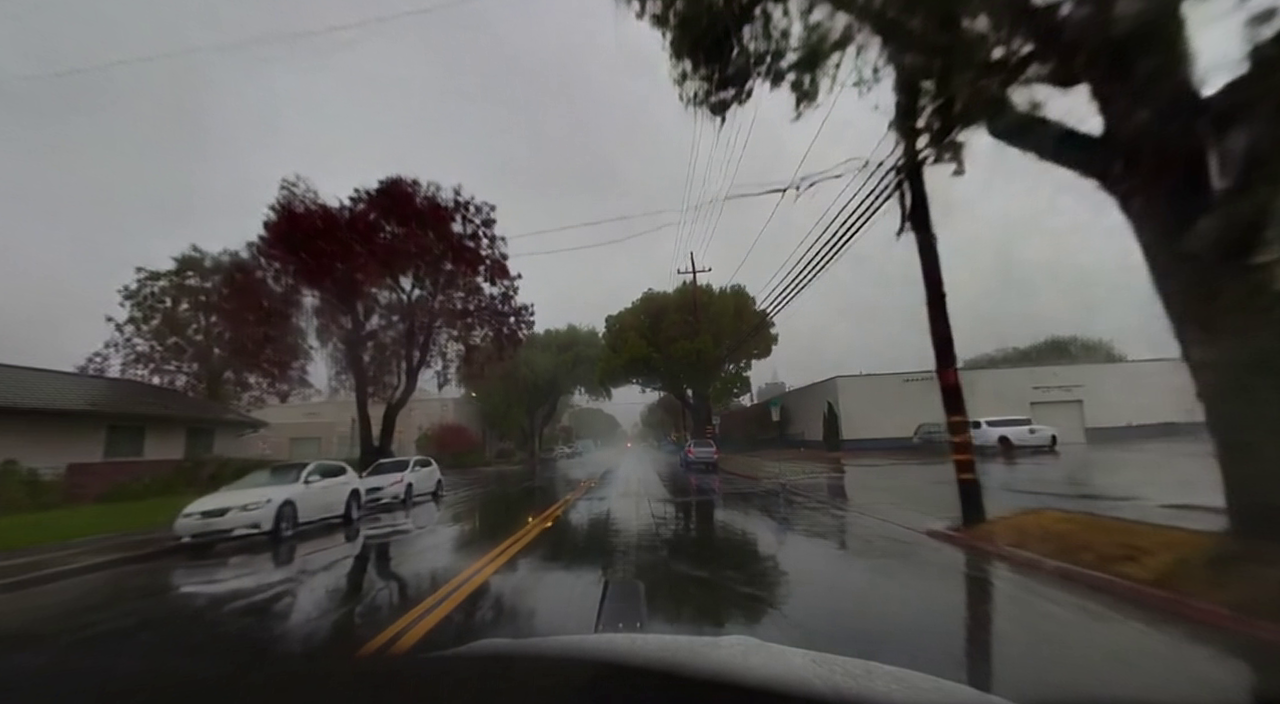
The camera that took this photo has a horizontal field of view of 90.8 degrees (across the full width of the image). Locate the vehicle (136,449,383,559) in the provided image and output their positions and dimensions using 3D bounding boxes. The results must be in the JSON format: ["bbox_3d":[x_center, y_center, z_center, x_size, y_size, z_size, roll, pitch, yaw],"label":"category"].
[{"bbox_3d":[-6.622,2.623,11.723,1.887,1.460,4.444,-4,-8,-1],"label":"vehicle"}]

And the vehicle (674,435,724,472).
[{"bbox_3d":[3.113,5.487,34.486,2.138,1.820,5.218,0,-8,0],"label":"vehicle"}]

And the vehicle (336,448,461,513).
[{"bbox_3d":[-6.567,3.503,17.696,1.804,1.403,4.174,-4,-8,1],"label":"vehicle"}]
